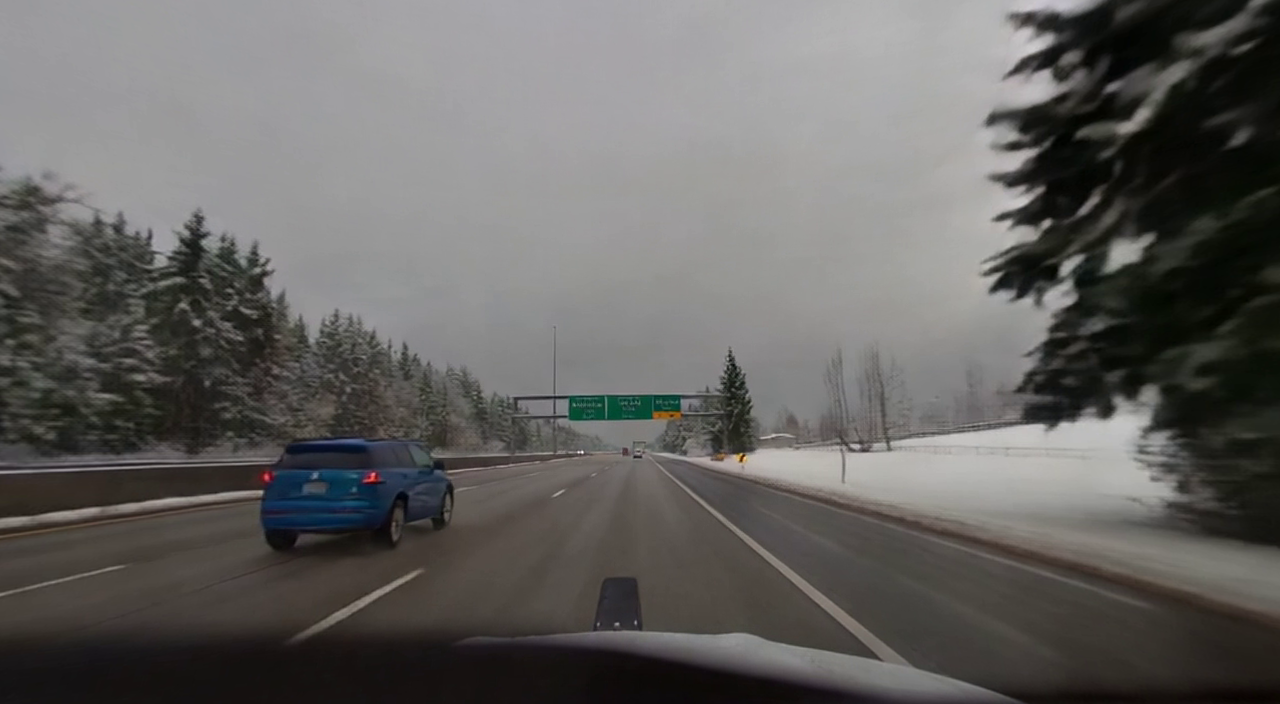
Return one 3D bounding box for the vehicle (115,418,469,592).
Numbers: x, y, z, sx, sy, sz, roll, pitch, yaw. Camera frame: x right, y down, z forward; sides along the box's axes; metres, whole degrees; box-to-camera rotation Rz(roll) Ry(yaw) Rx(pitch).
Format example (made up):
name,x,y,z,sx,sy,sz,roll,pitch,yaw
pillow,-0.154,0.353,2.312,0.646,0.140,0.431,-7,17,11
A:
name,x,y,z,sx,sy,sz,roll,pitch,yaw
vehicle,-3.902,1.789,8.176,2.104,1.626,4.283,0,-9,0
